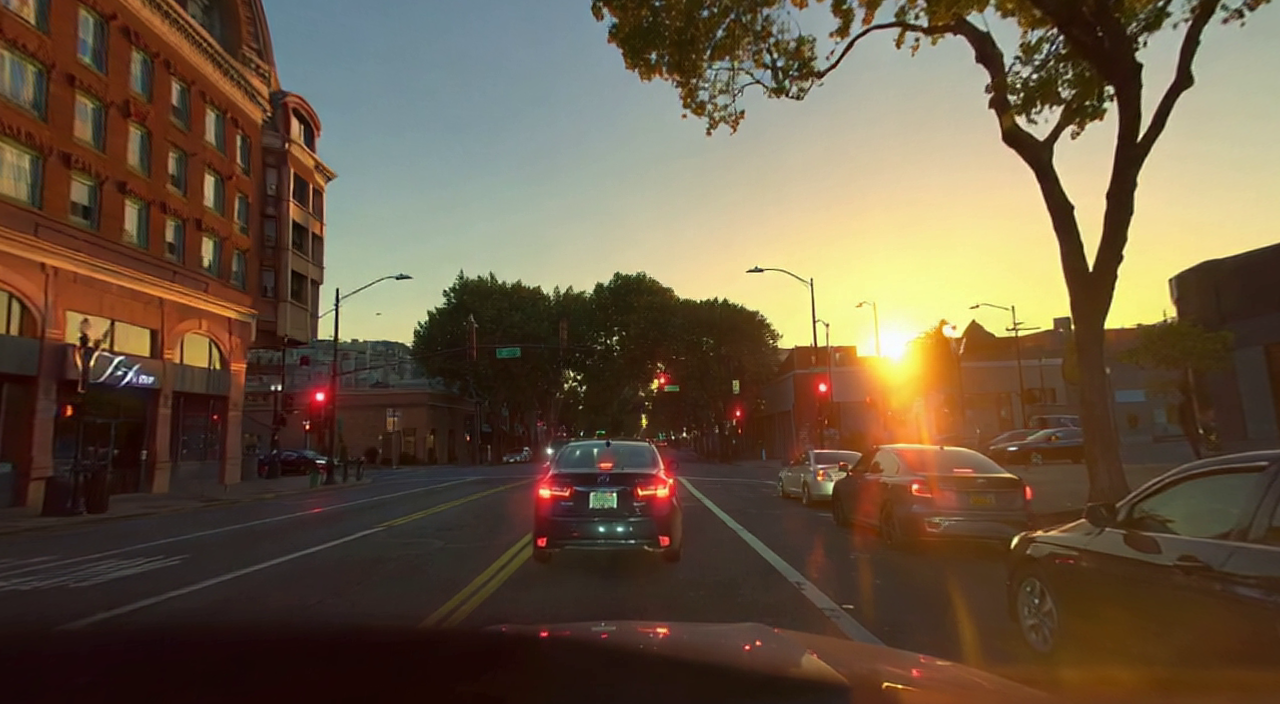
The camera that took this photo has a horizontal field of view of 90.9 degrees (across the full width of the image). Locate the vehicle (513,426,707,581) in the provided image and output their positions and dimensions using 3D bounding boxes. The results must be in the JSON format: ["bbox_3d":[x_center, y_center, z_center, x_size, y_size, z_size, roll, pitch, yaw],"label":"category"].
[{"bbox_3d":[-0.337,1.751,8.066,1.888,1.489,3.703,0,-8,-2],"label":"vehicle"}]

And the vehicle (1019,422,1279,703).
[{"bbox_3d":[3.179,0.827,1.104,2.006,1.496,4.767,0,-9,-1],"label":"vehicle"}]

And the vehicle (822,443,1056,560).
[{"bbox_3d":[4.588,2.295,10.615,1.912,1.505,4.618,-1,-8,4],"label":"vehicle"}]
